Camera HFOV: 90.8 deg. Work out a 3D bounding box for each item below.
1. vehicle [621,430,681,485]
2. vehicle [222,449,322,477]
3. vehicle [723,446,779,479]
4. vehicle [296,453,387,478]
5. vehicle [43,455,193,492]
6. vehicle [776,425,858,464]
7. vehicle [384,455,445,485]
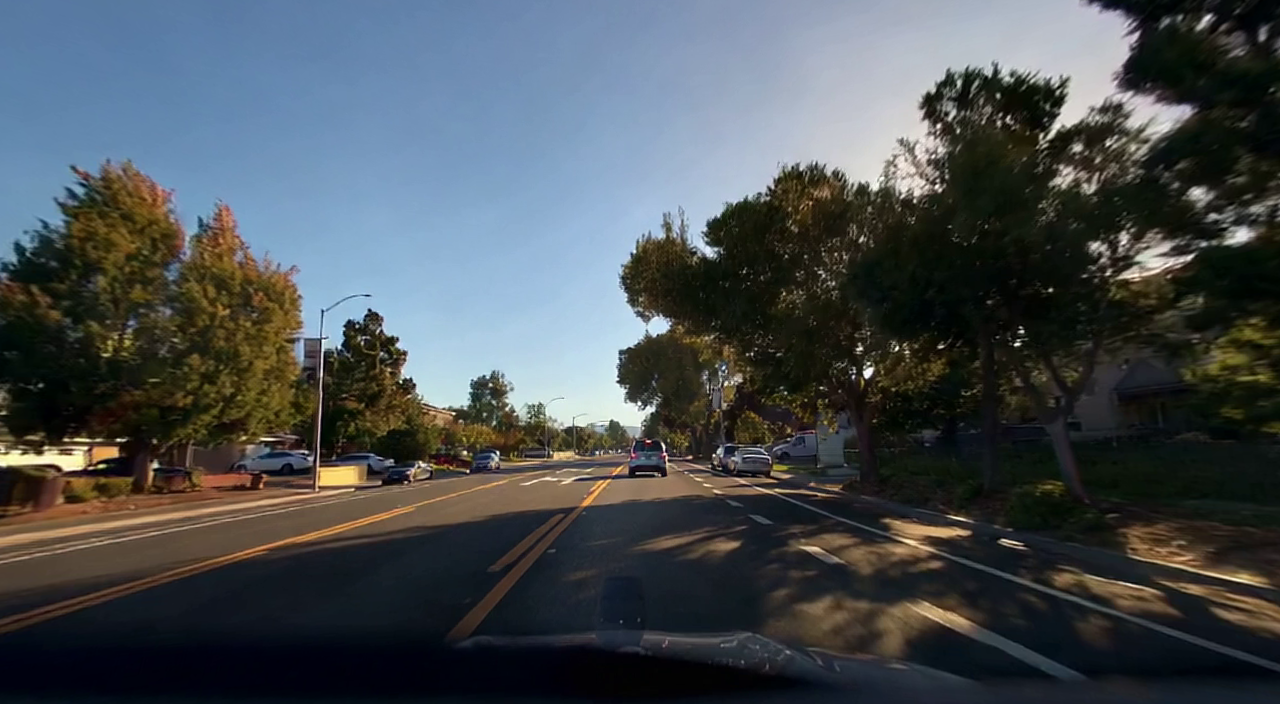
[{"bbox_3d":[0.402,4.160,25.245,2.153,1.942,4.767,0,-8,0],"label":"vehicle"},{"bbox_3d":[-24.507,7.394,42.217,5.278,1.780,2.246,0,-8,0],"label":"vehicle"},{"bbox_3d":[5.236,5.246,30.308,1.902,1.472,4.139,0,-8,-1],"label":"vehicle"},{"bbox_3d":[-18.899,7.193,40.136,4.801,1.478,1.883,0,-9,-2],"label":"vehicle"},{"bbox_3d":[-22.098,5.156,26.866,4.644,1.459,1.997,0,-8,2],"label":"vehicle"},{"bbox_3d":[12.157,6.367,43.612,4.855,2.572,2.358,-1,-8,-1],"label":"vehicle"},{"bbox_3d":[-12.098,6.337,34.170,1.920,1.476,3.826,0,-8,-1],"label":"vehicle"}]
